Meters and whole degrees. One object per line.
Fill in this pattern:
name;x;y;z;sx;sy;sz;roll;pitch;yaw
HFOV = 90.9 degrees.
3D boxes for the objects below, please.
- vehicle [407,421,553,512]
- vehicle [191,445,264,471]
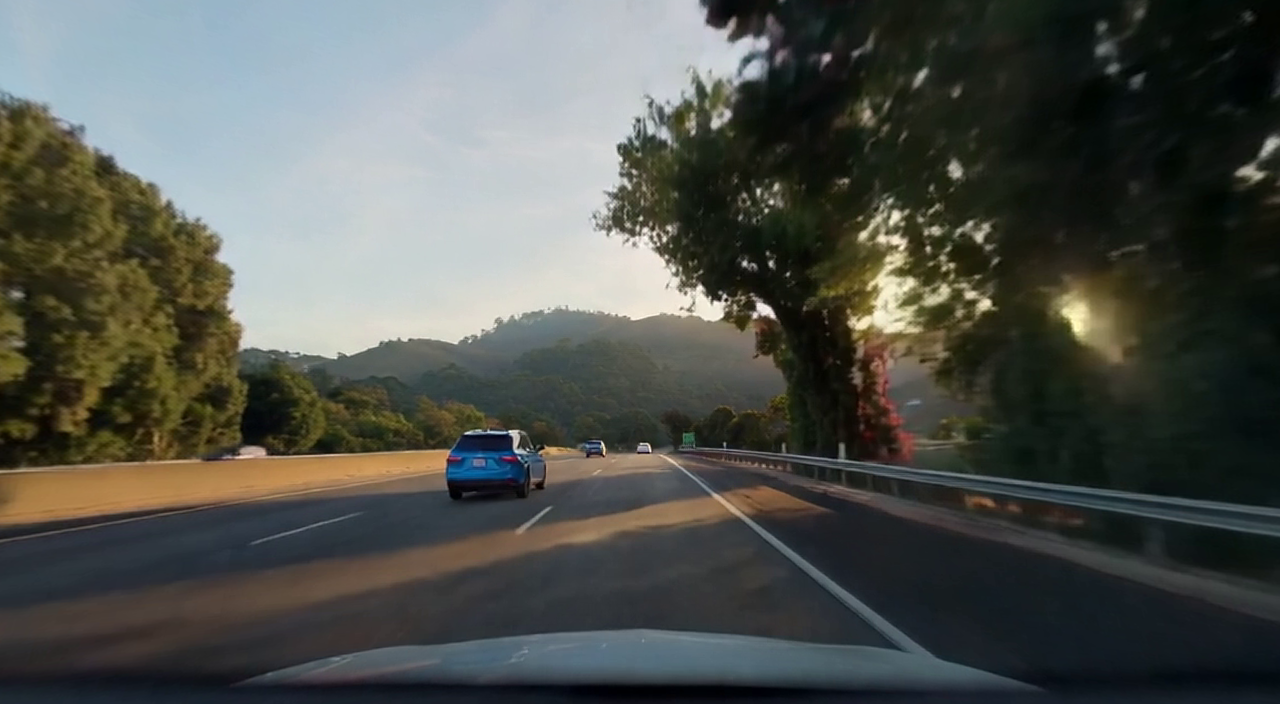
vehicle;-3.405;2.522;14.444;2.138;1.718;4.415;-1;-8;1
vehicle;-28.527;7.295;43.801;1.925;1.639;4.698;-1;-8;0
